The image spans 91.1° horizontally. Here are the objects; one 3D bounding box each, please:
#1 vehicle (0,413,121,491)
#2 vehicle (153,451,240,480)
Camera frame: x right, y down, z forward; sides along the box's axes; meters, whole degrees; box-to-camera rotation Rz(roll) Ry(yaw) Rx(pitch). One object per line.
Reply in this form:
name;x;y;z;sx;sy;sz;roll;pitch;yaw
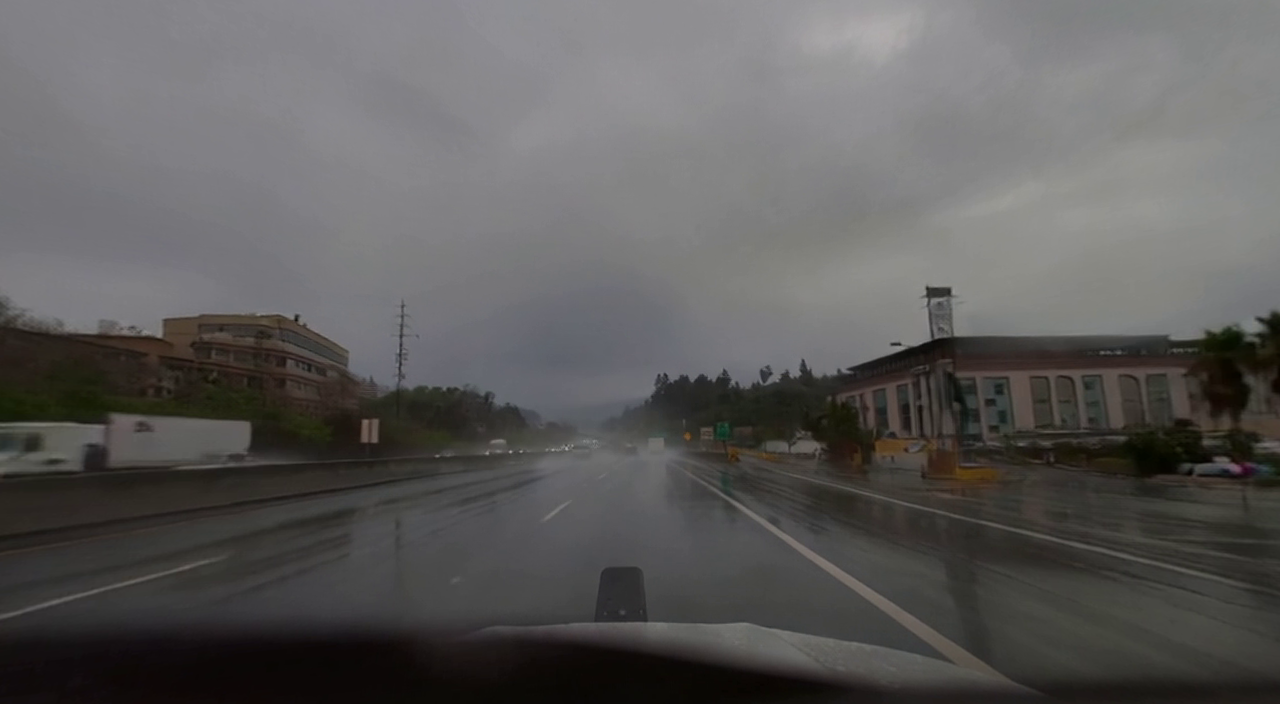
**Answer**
vehicle;-34.584;5.640;35.717;3.043;3.987;7.889;0;-8;1
vehicle;-26.757;6.833;38.089;1.846;1.550;4.666;-1;-8;1
